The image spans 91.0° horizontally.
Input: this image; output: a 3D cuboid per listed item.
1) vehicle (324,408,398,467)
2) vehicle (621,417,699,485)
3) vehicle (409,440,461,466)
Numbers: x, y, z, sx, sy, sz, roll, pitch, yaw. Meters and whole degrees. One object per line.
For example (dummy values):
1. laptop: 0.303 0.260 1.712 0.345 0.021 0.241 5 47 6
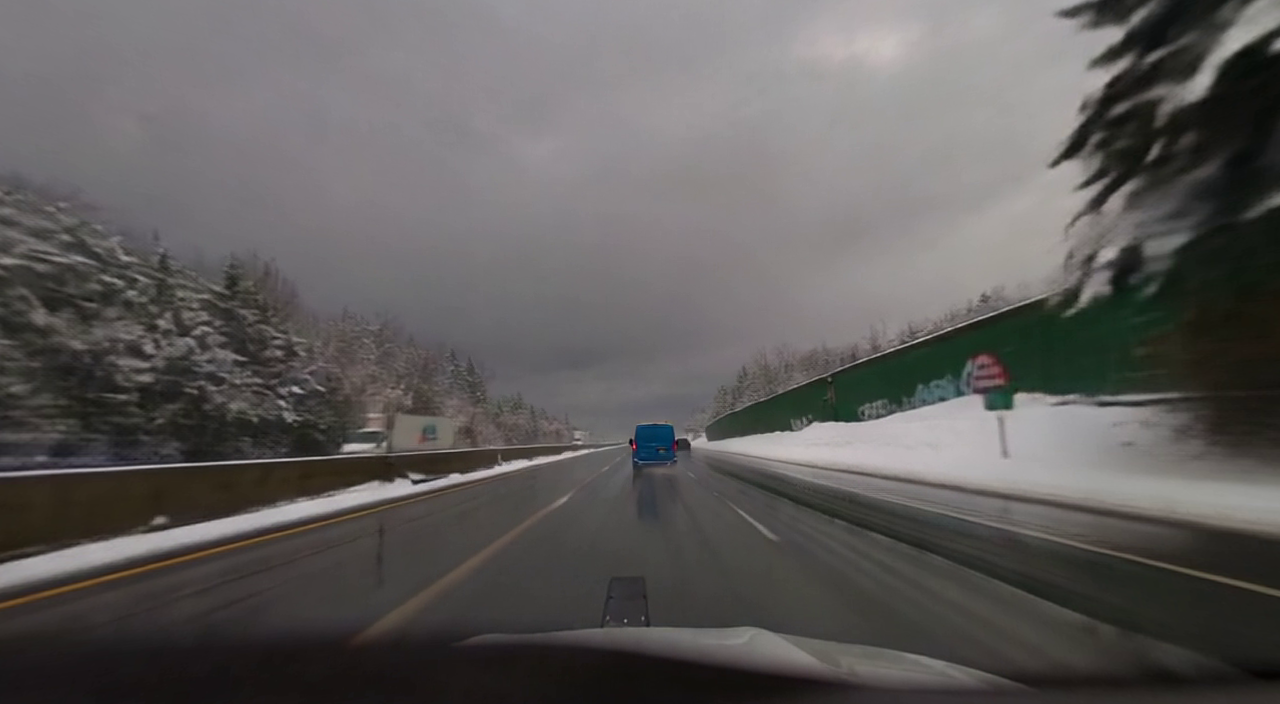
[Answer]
1. vehicle: -20.541 6.318 46.592 2.894 4.043 4.966 0 -8 2
2. vehicle: 0.594 3.215 20.650 2.283 1.956 4.421 0 -8 0
3. vehicle: -14.118 6.971 43.591 1.928 1.631 4.380 0 -8 2
